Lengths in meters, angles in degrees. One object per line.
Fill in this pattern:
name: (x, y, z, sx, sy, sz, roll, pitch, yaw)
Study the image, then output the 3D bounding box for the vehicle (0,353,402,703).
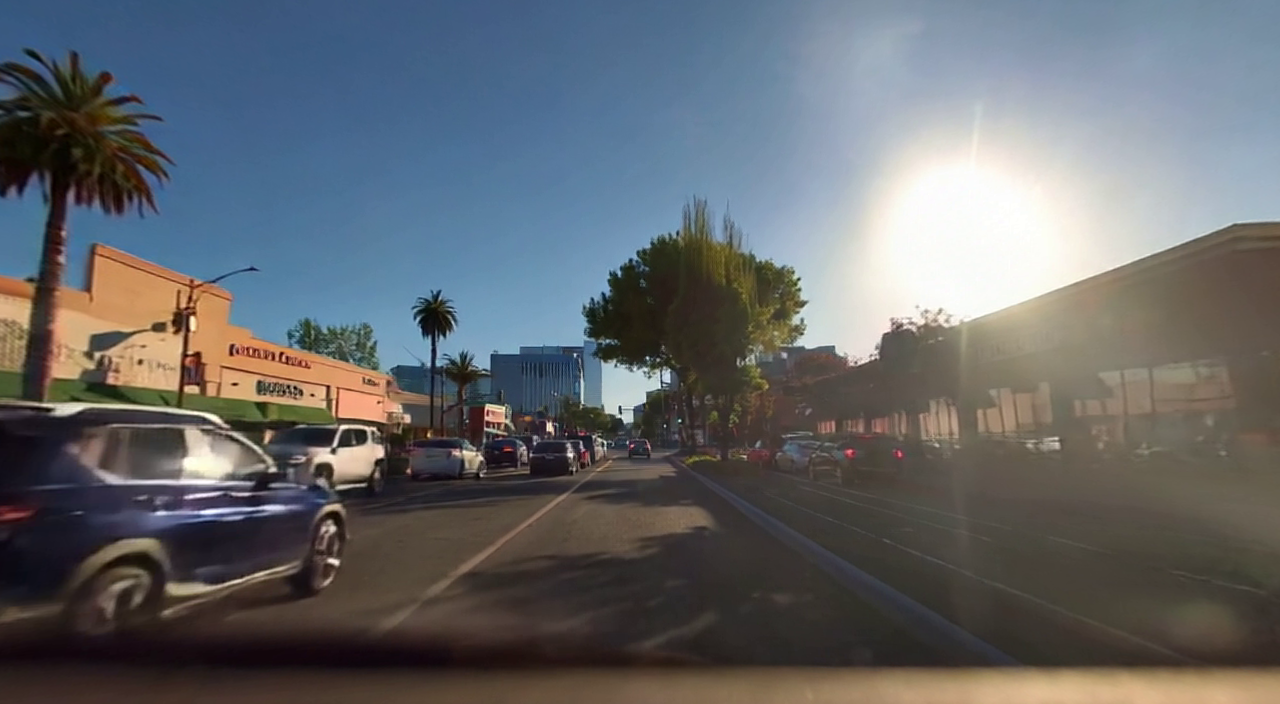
vehicle: (-3.618, 1.125, 4.699, 2.024, 1.636, 4.121, 0, -9, 1)

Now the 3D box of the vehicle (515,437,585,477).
vehicle: (-3.496, 4.197, 25.474, 2.044, 1.462, 4.624, 0, -9, 1)

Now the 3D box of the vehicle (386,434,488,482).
vehicle: (-6.962, 3.679, 22.179, 2.071, 1.501, 4.339, 0, -9, 1)

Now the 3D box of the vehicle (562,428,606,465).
vehicle: (-3.246, 5.589, 37.334, 2.158, 2.040, 4.511, 0, -9, 0)

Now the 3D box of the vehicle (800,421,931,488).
vehicle: (7.377, 3.454, 21.487, 2.256, 1.936, 5.838, 0, -9, 0)
